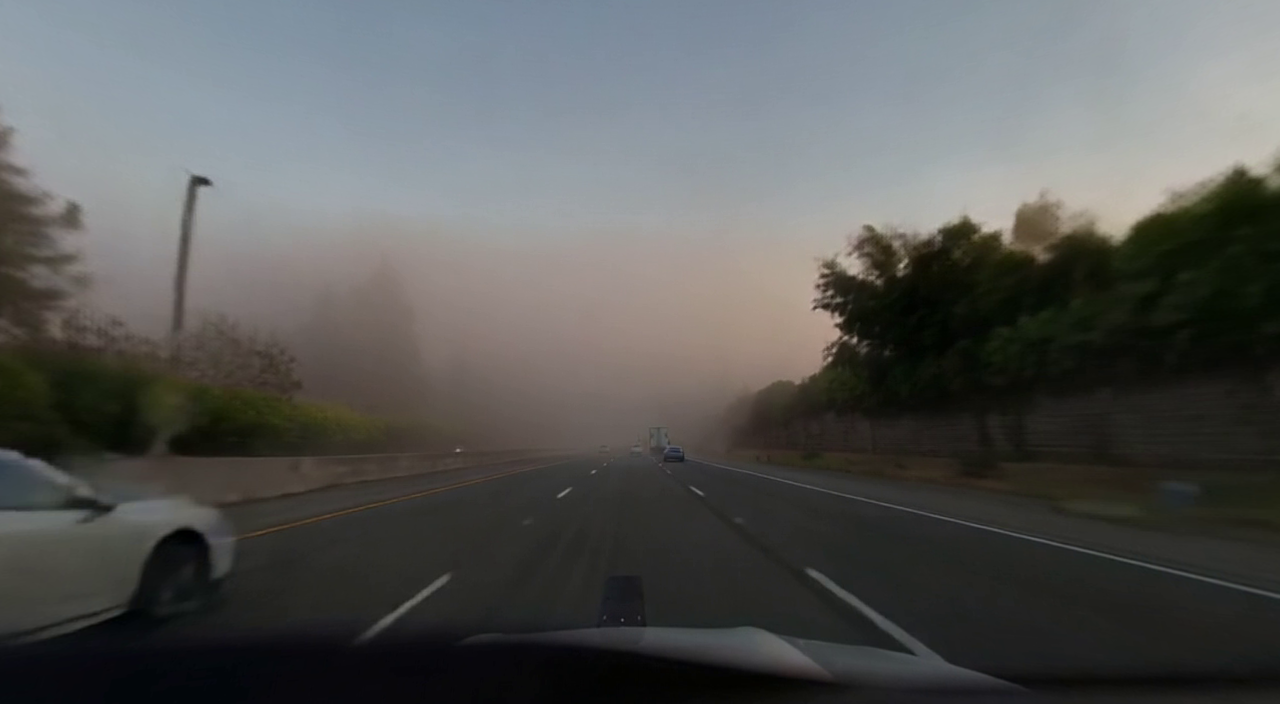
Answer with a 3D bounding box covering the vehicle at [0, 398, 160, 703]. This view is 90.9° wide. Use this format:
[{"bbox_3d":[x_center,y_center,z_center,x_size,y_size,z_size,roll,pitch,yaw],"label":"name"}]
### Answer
[{"bbox_3d":[-3.963,0.728,1.099,2.129,1.559,5.272,0,-9,0],"label":"vehicle"}]
